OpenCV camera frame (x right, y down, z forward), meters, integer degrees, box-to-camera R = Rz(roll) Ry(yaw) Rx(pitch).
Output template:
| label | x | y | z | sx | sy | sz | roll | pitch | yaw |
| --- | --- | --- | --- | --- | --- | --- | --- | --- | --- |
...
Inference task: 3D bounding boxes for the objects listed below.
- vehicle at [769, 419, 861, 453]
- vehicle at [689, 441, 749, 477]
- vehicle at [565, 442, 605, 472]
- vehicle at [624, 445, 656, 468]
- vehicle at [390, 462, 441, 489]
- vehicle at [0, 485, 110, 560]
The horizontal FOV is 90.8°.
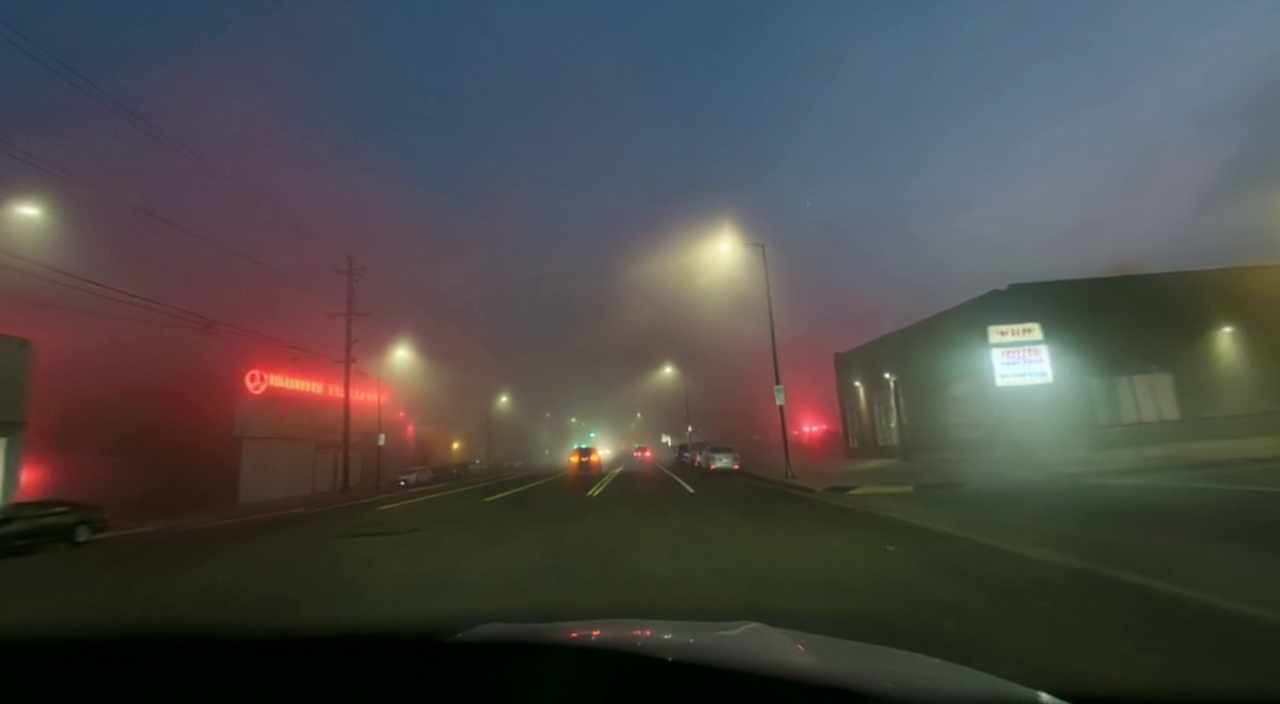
| label | x | y | z | sx | sy | sz | roll | pitch | yaw |
| --- | --- | --- | --- | --- | --- | --- | --- | --- | --- |
| vehicle | 12.225 | 5.894 | 44.370 | 5.603 | 1.659 | 2.393 | -6 | -8 | -4 |
| vehicle | 3.542 | 4.895 | 29.184 | 2.042 | 1.487 | 5.033 | 0 | -8 | -1 |
| vehicle | -3.658 | 7.018 | 42.618 | 2.348 | 1.831 | 4.737 | -1 | -8 | -1 |
| vehicle | -0.037 | 7.341 | 44.455 | 2.099 | 1.470 | 4.270 | -1 | -8 | -1 |
| vehicle | -15.737 | 8.665 | 44.586 | 1.883 | 1.493 | 4.880 | -2 | -8 | -1 |
| vehicle | -15.672 | 4.295 | 15.384 | 1.793 | 1.437 | 4.415 | -8 | -7 | -1 |
